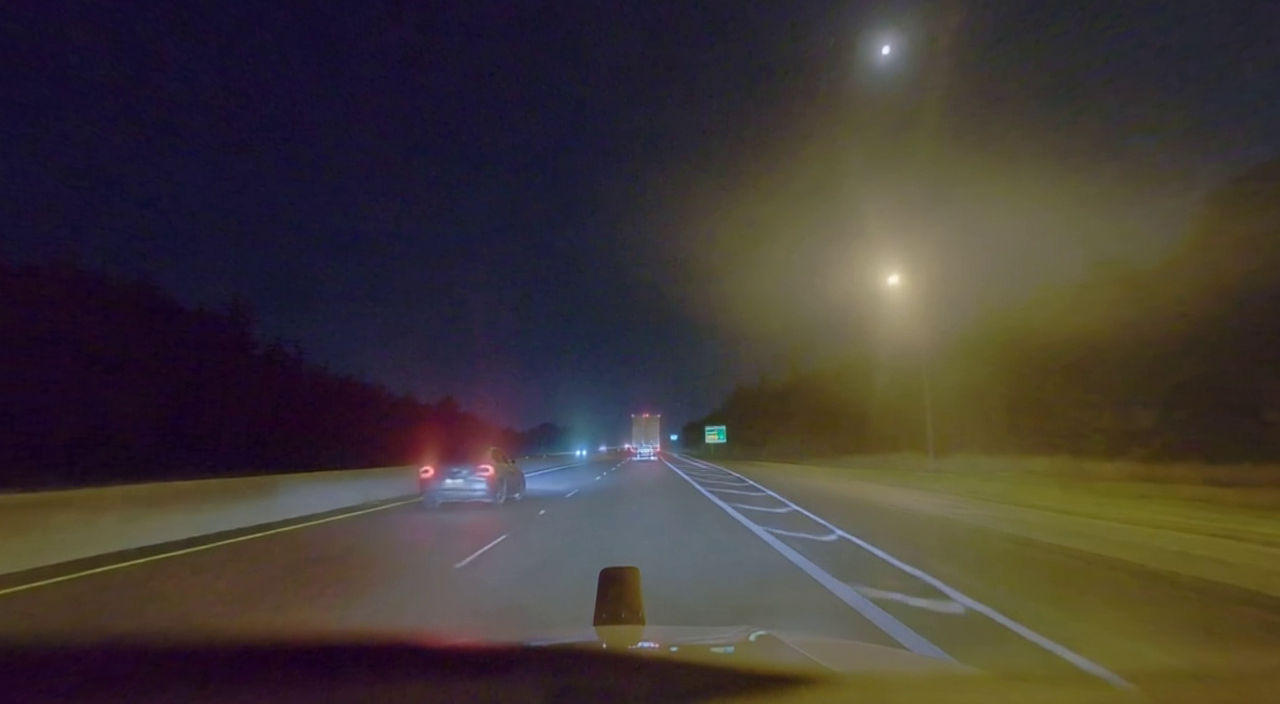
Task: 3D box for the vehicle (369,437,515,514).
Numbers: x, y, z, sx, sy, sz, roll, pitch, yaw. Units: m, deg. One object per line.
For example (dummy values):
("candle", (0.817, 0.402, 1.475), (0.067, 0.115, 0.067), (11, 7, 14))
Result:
("vehicle", (-4.754, 3.046, 16.078), (2.016, 1.636, 4.964), (0, -9, 1))
